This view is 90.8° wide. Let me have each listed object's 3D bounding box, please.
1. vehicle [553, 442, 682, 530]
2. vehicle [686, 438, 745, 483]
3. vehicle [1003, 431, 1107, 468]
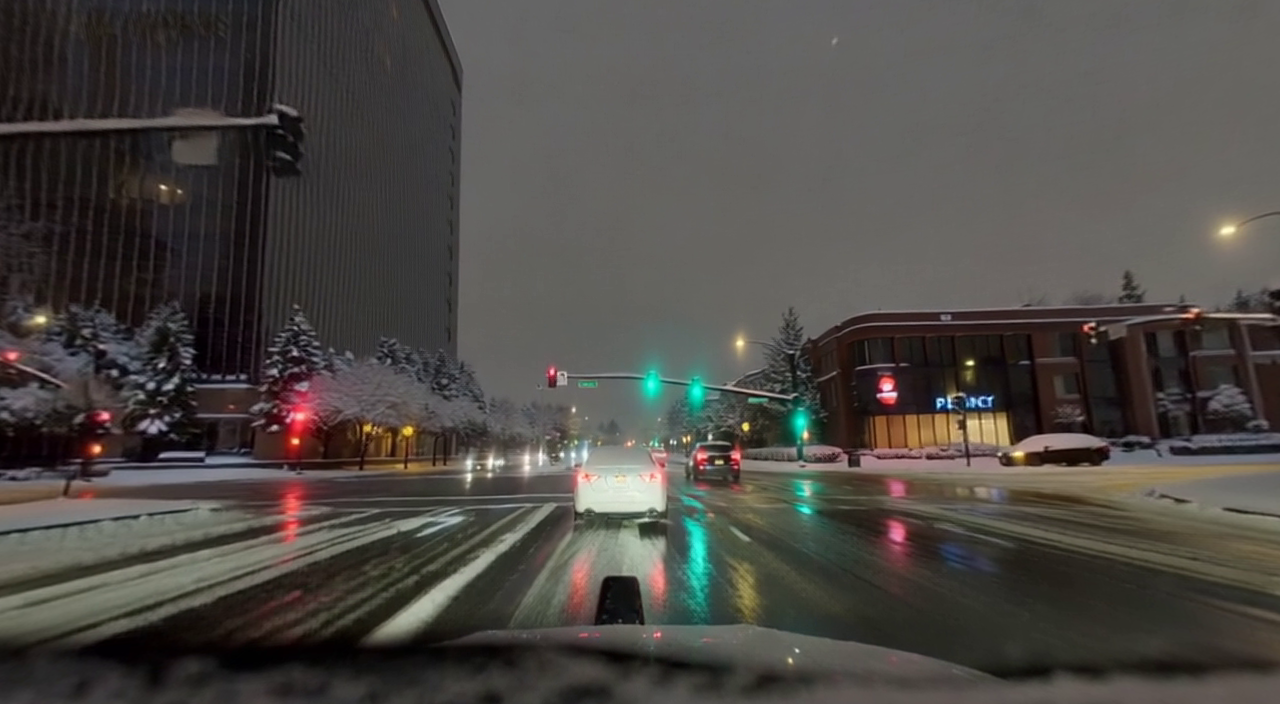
[{"bbox_3d":[-0.419,2.539,12.616,2.144,1.398,3.963,1,-8,-1],"label":"vehicle"},{"bbox_3d":[3.274,4.777,28.152,2.078,1.799,4.089,1,-8,-1],"label":"vehicle"},{"bbox_3d":[24.019,5.682,36.688,4.384,2.000,2.345,1,-10,-4],"label":"vehicle"}]
